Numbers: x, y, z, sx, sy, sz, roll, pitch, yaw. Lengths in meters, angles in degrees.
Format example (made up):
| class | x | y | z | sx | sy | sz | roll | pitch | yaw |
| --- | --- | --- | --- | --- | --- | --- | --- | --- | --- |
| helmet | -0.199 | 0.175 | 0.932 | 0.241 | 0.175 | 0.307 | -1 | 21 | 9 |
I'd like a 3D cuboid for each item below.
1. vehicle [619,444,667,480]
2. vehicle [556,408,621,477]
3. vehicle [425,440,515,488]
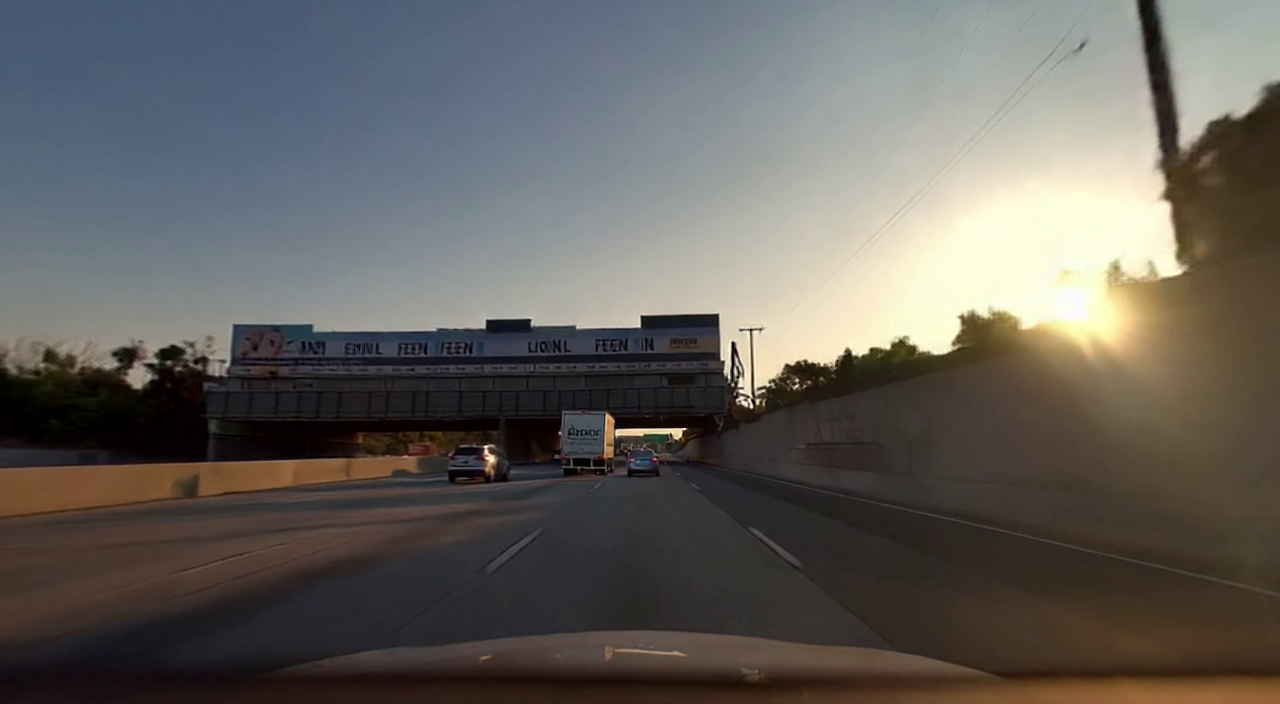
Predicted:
| class | x | y | z | sx | sy | sz | roll | pitch | yaw |
| --- | --- | --- | --- | --- | --- | --- | --- | --- | --- |
| vehicle | 0.167 | 5.228 | 30.217 | 2.168 | 1.597 | 3.615 | 0 | -9 | 1 |
| vehicle | -2.729 | 5.258 | 36.332 | 2.794 | 3.460 | 8.595 | 0 | -9 | 2 |
| vehicle | -6.408 | 4.287 | 24.383 | 2.124 | 1.674 | 4.541 | 0 | -9 | 1 |
